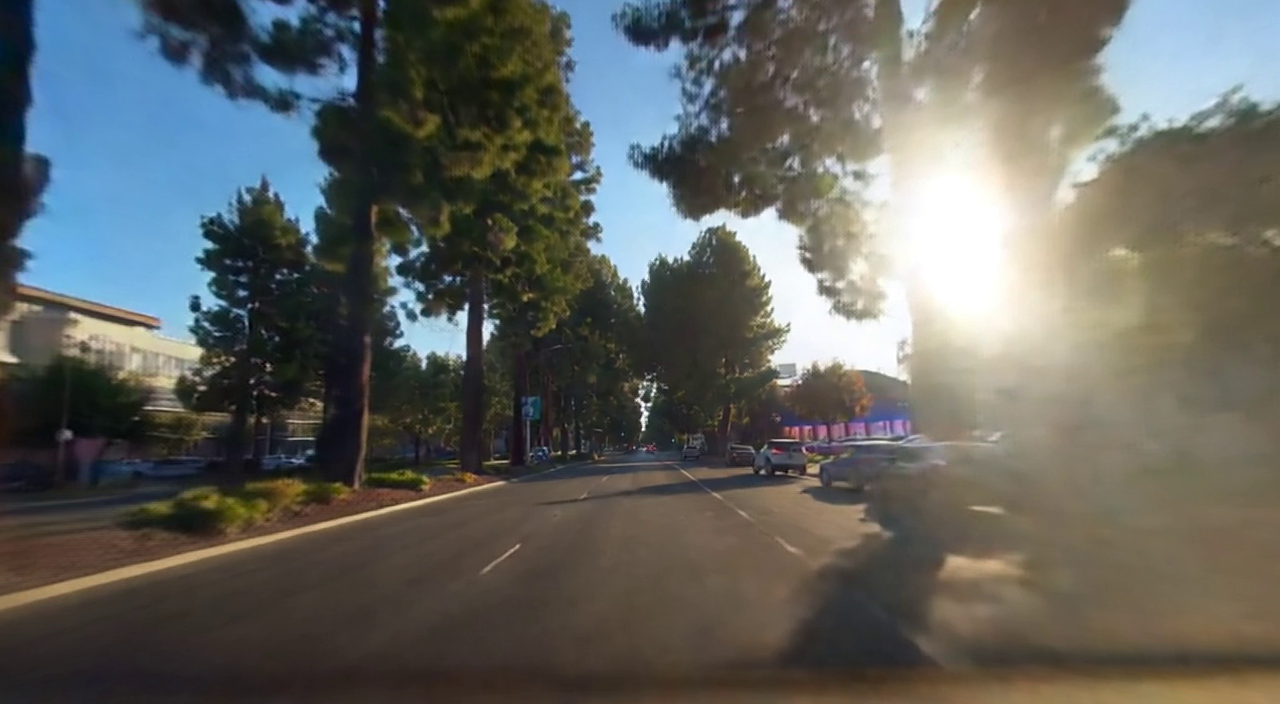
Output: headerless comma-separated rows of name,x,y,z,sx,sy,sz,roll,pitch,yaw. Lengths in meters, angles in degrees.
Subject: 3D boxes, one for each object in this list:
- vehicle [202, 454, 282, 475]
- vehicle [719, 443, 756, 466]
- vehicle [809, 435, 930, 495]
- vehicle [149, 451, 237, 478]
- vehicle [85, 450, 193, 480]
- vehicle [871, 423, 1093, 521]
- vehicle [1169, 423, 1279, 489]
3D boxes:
vehicle,-31.237,8.839,49.537,4.795,1.555,2.221,0,-9,1
vehicle,7.432,7.873,48.521,2.122,1.602,4.928,-1,-9,1
vehicle,7.001,3.491,19.868,1.986,1.634,4.783,0,-8,0
vehicle,-32.184,8.115,45.517,4.663,1.861,2.194,0,-9,2
vehicle,-32.209,7.258,40.638,4.963,1.714,2.311,-2,-9,-1
vehicle,6.986,2.493,13.668,2.084,1.736,4.754,0,-8,-1
vehicle,16.721,2.559,15.689,5.222,1.515,2.044,0,-9,0
